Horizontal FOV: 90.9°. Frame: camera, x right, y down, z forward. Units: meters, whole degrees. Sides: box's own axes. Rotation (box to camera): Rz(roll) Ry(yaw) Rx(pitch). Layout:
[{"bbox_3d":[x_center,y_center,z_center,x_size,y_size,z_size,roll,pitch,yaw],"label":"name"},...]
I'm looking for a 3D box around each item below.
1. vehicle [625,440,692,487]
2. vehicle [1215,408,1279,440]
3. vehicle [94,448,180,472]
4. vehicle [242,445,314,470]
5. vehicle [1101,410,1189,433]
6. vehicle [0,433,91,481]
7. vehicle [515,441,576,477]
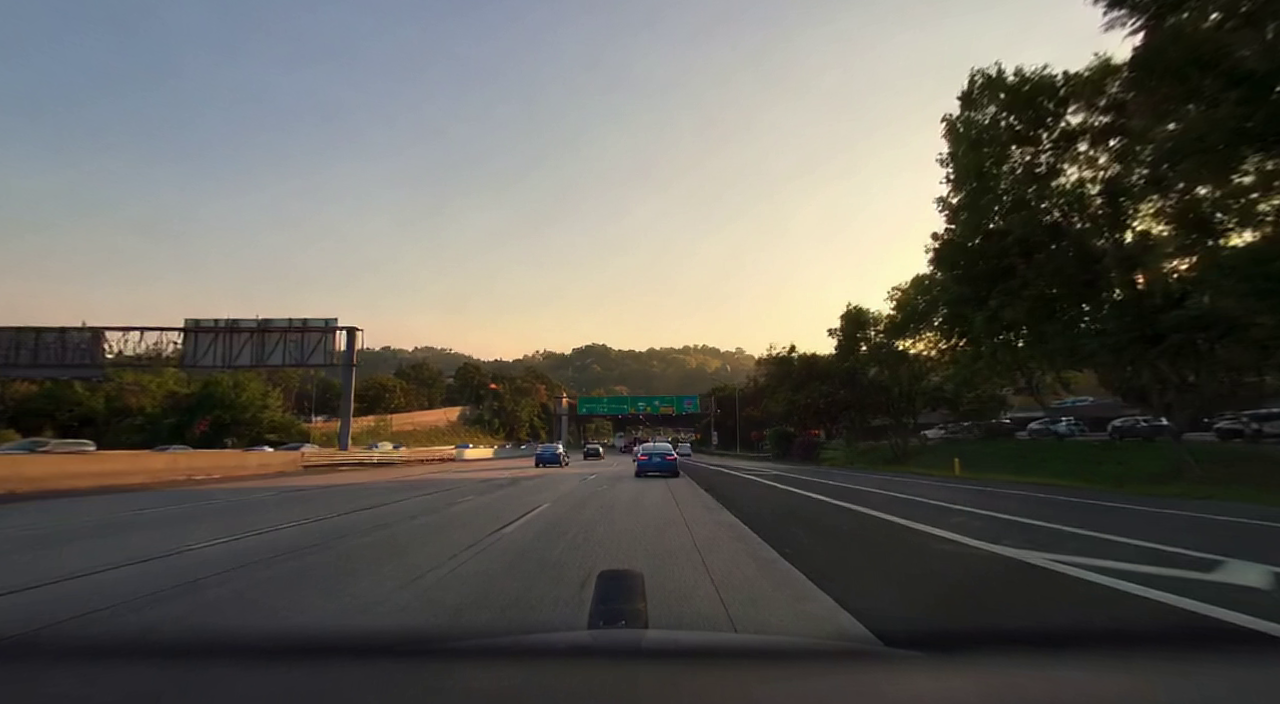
[{"bbox_3d":[0.613,3.817,21.960,2.113,1.464,4.073,0,-8,1],"label":"vehicle"},{"bbox_3d":[30.271,3.438,29.908,4.068,1.458,1.841,0,-8,2],"label":"vehicle"},{"bbox_3d":[-32.923,7.070,41.491,1.821,1.452,4.627,0,-8,0],"label":"vehicle"},{"bbox_3d":[-22.191,6.447,38.849,1.860,1.443,4.337,0,-8,0],"label":"vehicle"},{"bbox_3d":[35.460,4.930,44.354,1.781,1.456,4.462,7,-11,-38],"label":"vehicle"},{"bbox_3d":[-21.586,3.533,21.343,1.906,1.514,4.469,0,-8,1],"label":"vehicle"},{"bbox_3d":[-4.241,4.886,29.033,2.047,1.497,4.208,0,-8,2],"label":"vehicle"}]
